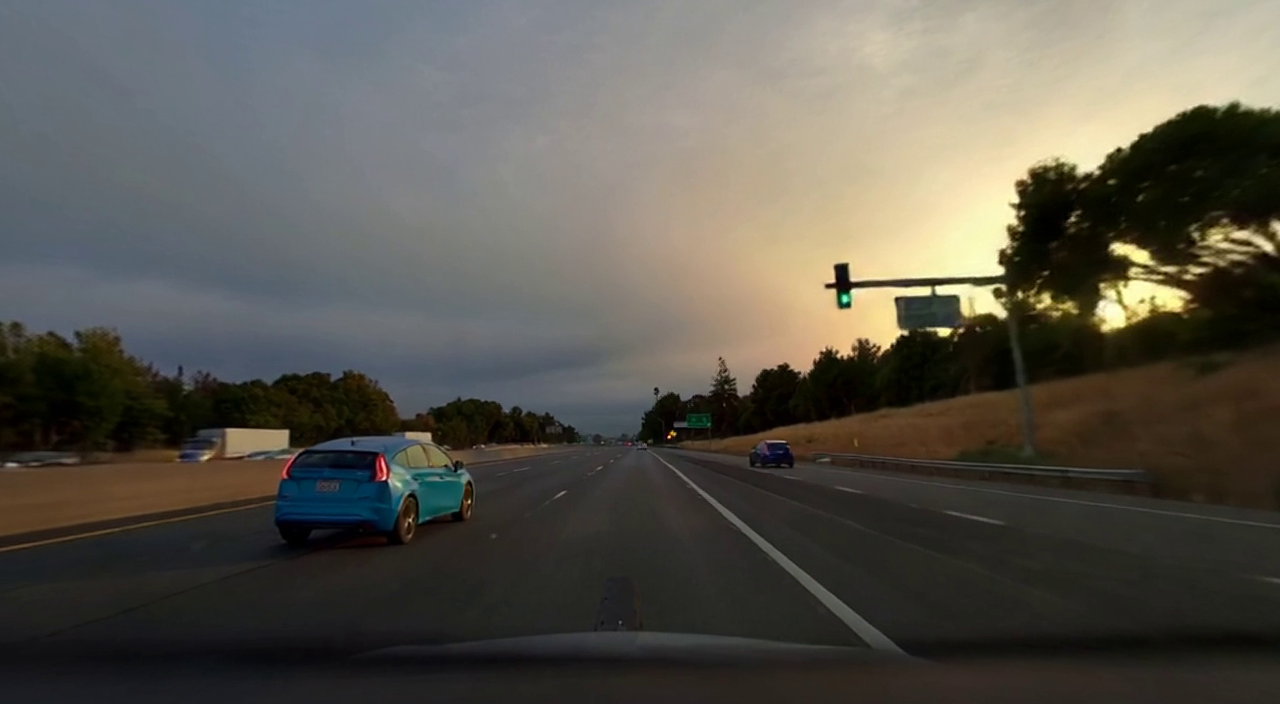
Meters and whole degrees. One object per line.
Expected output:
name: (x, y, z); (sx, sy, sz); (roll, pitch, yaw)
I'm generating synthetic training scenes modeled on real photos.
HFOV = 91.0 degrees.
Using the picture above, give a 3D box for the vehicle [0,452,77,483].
vehicle: (-32.522, 6.076, 33.309); (1.749, 1.472, 3.987); (0, -9, -1)

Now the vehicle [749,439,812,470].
vehicle: (7.257, 5.354, 32.953); (2.049, 1.481, 4.774); (0, -9, -2)

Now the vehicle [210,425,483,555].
vehicle: (-4.027, 1.959, 9.703); (1.987, 1.516, 4.478); (0, -9, 1)
